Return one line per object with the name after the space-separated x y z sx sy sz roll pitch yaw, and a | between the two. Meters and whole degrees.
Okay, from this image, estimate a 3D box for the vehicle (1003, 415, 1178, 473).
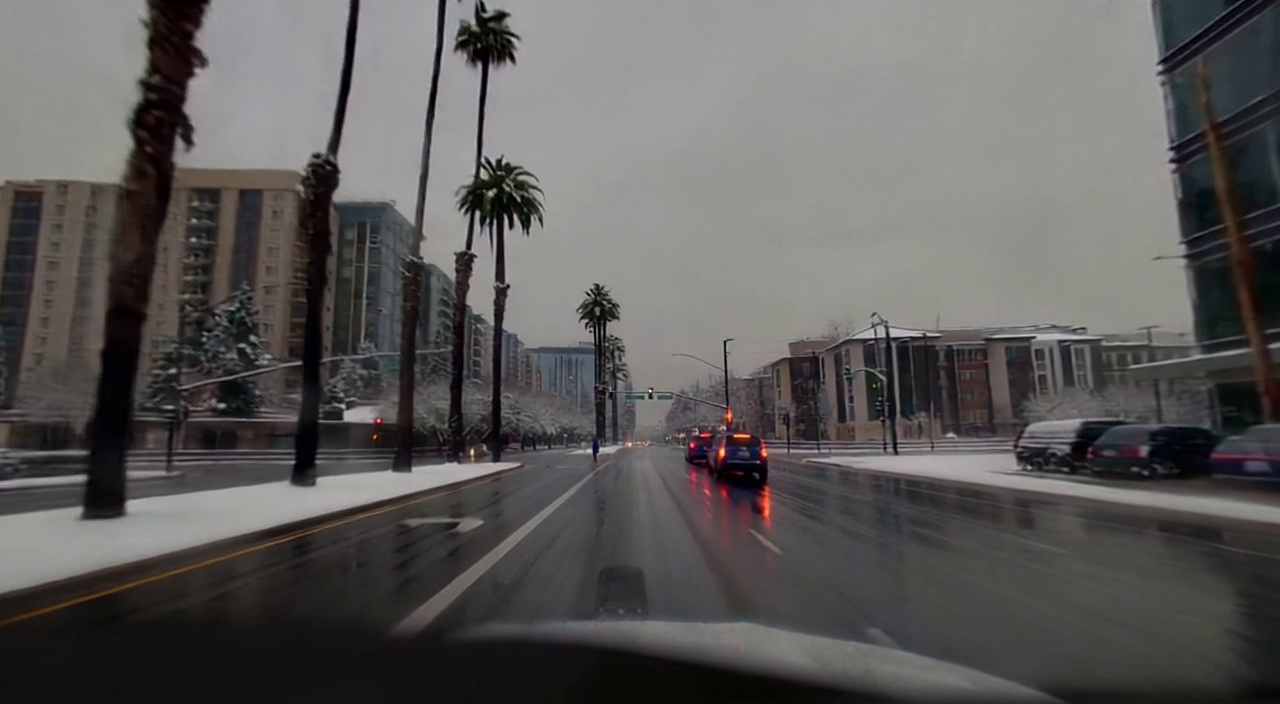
15.437 3.171 21.846 4.503 1.878 2.011 0 -9 -2 | vehicle

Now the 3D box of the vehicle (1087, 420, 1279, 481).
15.532 2.756 17.843 4.313 1.497 1.870 -2 -8 1 | vehicle

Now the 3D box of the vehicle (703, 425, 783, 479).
3.671 3.687 23.394 2.060 1.756 4.770 0 -8 -1 | vehicle
